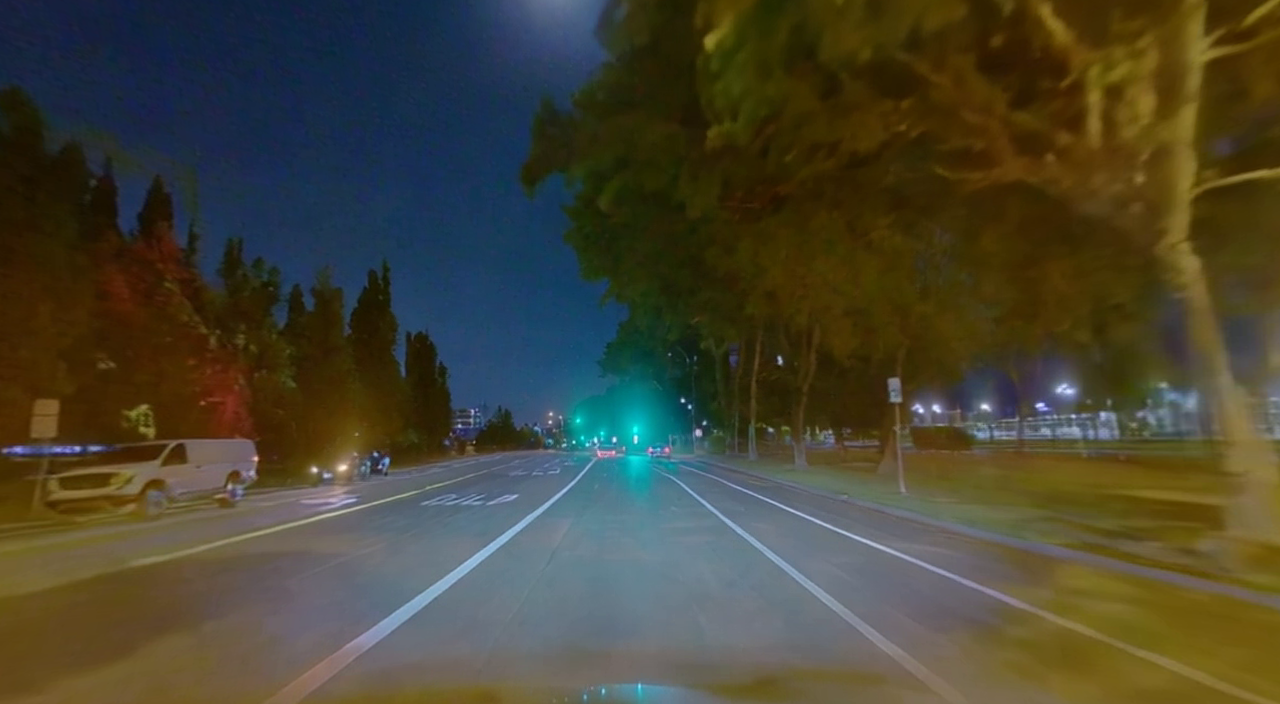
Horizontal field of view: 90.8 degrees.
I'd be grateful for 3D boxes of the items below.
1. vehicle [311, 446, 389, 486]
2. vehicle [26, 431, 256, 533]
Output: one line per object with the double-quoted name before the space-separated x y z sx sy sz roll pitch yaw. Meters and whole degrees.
"vehicle" -14.181 5.611 31.203 2.090 1.680 4.434 -2 -9 -4
"vehicle" -13.111 3.346 17.261 2.314 2.144 5.403 -3 -7 -6
